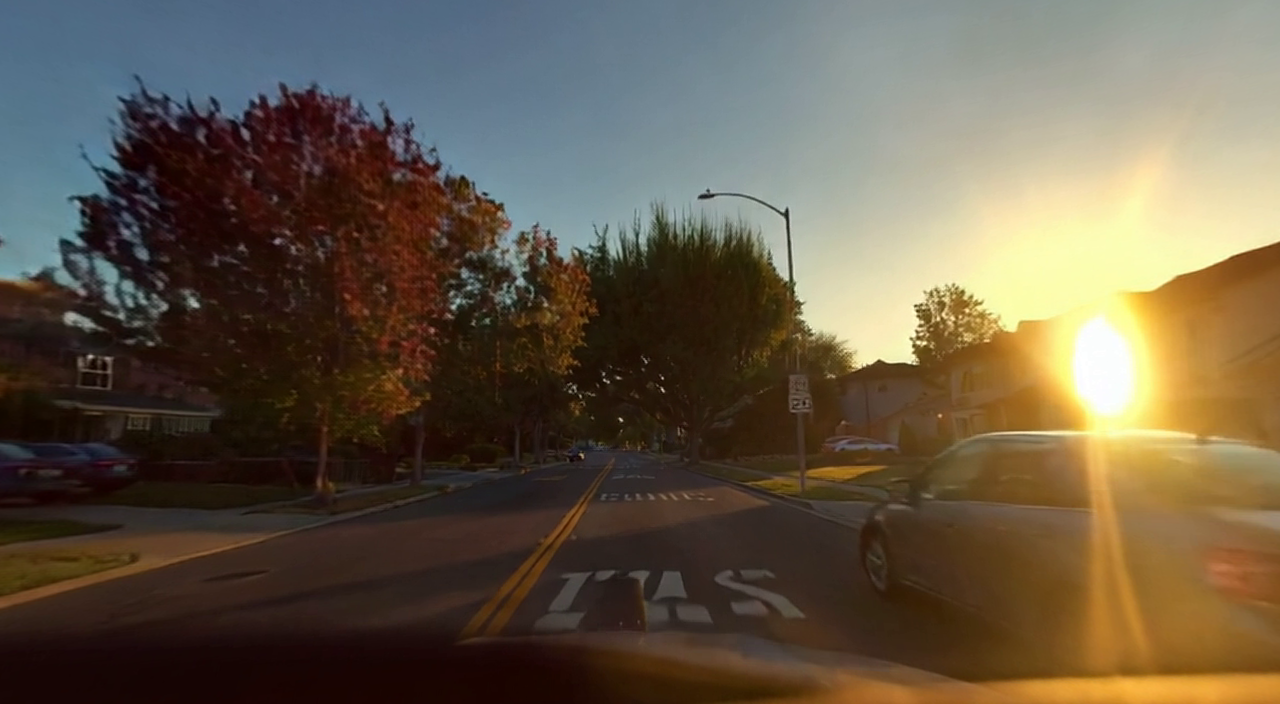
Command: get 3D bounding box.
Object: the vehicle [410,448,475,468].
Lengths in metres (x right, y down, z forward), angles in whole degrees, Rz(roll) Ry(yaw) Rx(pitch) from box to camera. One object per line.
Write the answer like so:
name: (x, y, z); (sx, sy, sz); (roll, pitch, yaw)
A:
vehicle: (-15.260, 8.206, 48.985); (4.388, 1.449, 1.882); (0, -9, -2)

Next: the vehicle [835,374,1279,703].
vehicle: (3.047, 1.193, 4.126); (1.988, 1.618, 4.567); (0, -8, -1)
